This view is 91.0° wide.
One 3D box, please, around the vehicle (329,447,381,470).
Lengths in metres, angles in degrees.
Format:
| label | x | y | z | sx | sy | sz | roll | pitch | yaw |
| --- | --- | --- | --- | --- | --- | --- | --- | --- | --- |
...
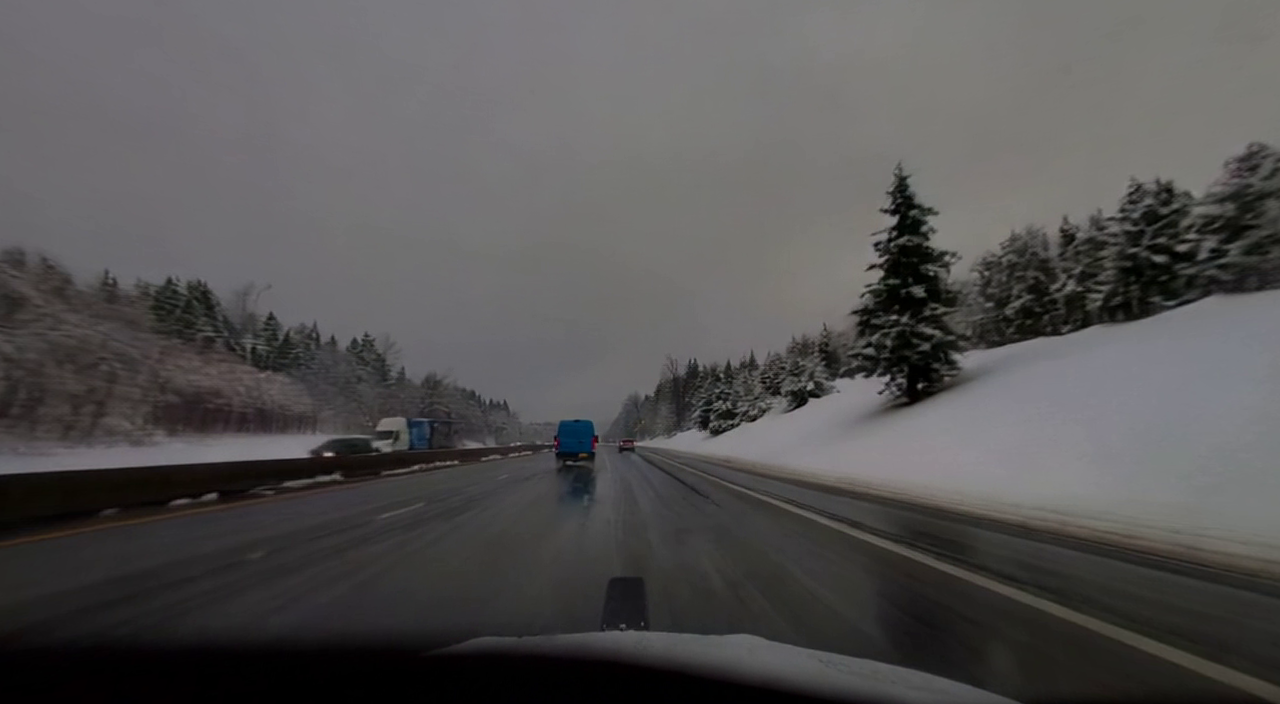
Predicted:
| label | x | y | z | sx | sy | sz | roll | pitch | yaw |
| --- | --- | --- | --- | --- | --- | --- | --- | --- | --- |
| vehicle | -20.023 | 7.450 | 44.354 | 1.775 | 1.489 | 4.267 | 0 | -8 | -2 |

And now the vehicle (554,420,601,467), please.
| label | x | y | z | sx | sy | sz | roll | pitch | yaw |
| --- | --- | --- | --- | --- | --- | --- | --- | --- | --- |
| vehicle | -3.527 | 5.288 | 36.318 | 2.329 | 2.483 | 5.428 | 0 | -8 | -2 |
